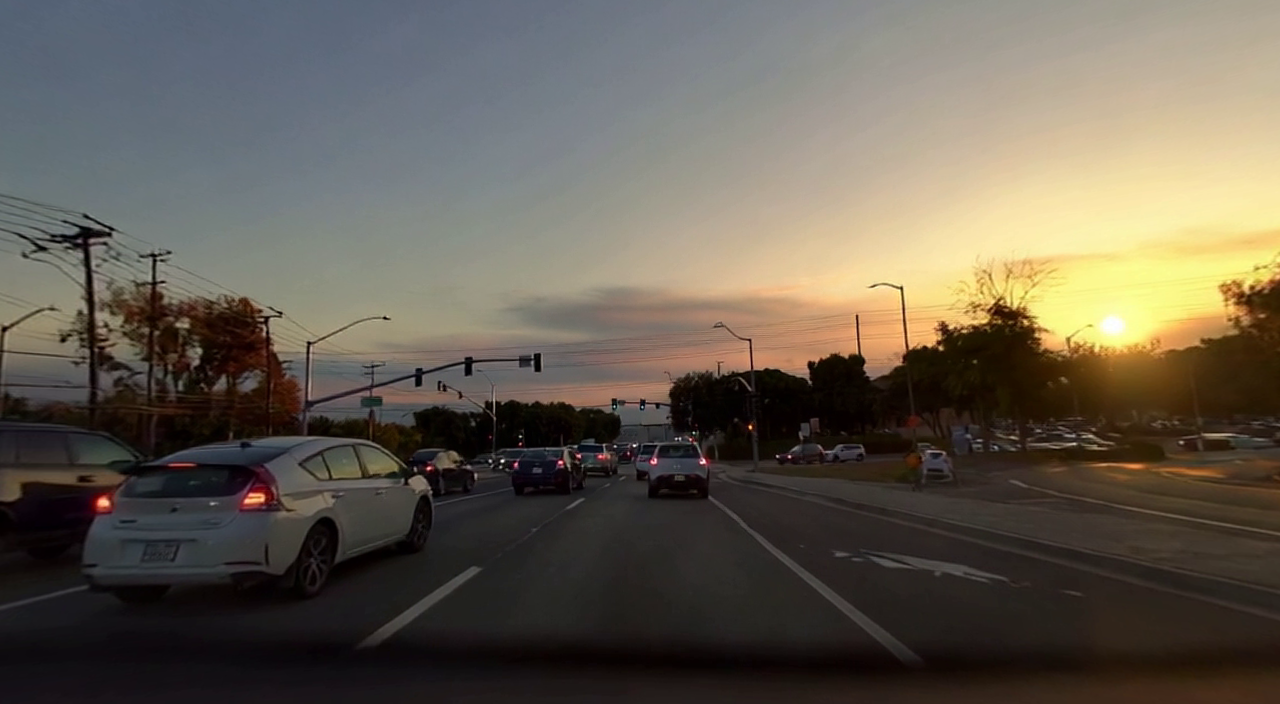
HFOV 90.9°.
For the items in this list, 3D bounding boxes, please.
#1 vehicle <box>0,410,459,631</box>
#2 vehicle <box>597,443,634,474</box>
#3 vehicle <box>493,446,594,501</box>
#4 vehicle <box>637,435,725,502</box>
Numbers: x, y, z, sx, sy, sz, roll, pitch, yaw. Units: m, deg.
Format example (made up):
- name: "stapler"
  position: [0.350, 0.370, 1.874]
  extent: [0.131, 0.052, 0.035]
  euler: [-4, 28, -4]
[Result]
- name: "vehicle"
  position: [-3.755, 1.593, 6.999]
  extent: [2.018, 1.621, 4.441]
  euler: [0, -9, 2]
- name: "vehicle"
  position: [-1.472, 6.546, 38.889]
  extent: [1.788, 1.773, 3.731]
  euler: [-1, -9, 5]
- name: "vehicle"
  position: [-2.740, 3.570, 18.984]
  extent: [2.105, 1.436, 4.311]
  euler: [-1, -9, 4]
- name: "vehicle"
  position: [1.121, 3.256, 18.014]
  extent: [2.205, 1.691, 3.937]
  euler: [-1, -9, 2]
